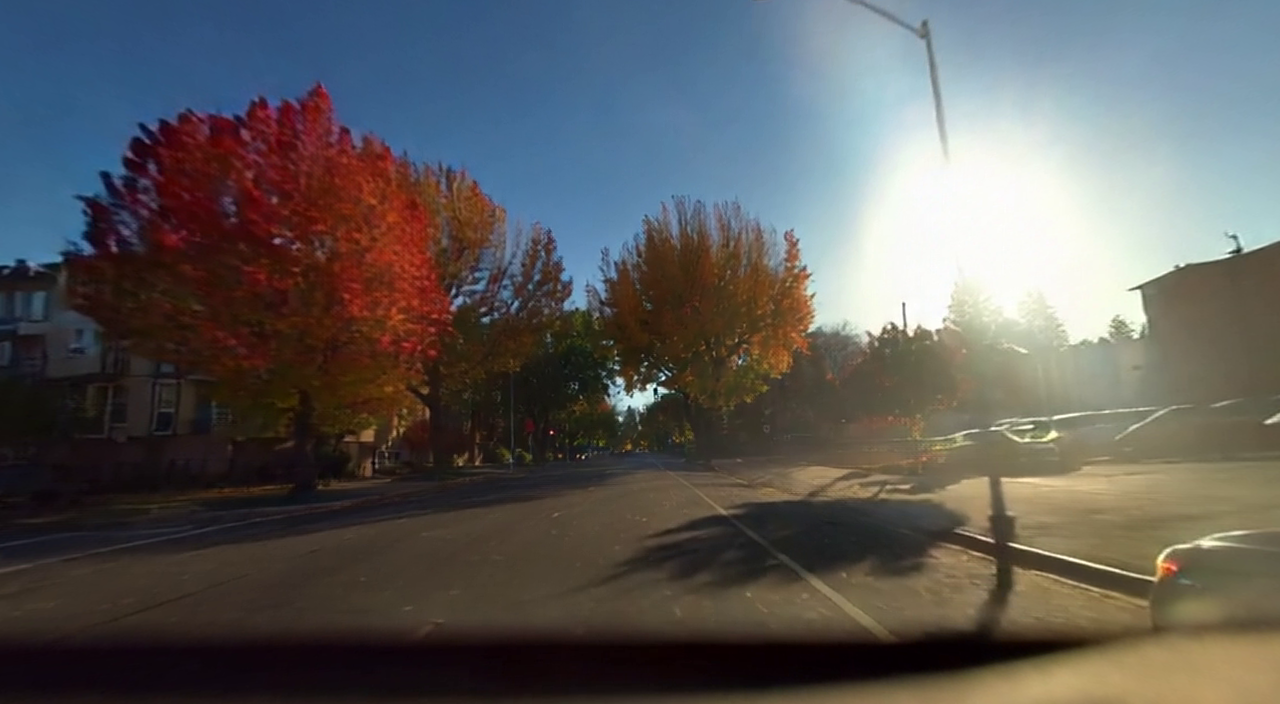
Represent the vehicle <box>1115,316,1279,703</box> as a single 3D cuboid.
[{"bbox_3d":[3.231,0.508,0.268,2.224,1.791,4.834,0,-9,-1],"label":"vehicle"}]
